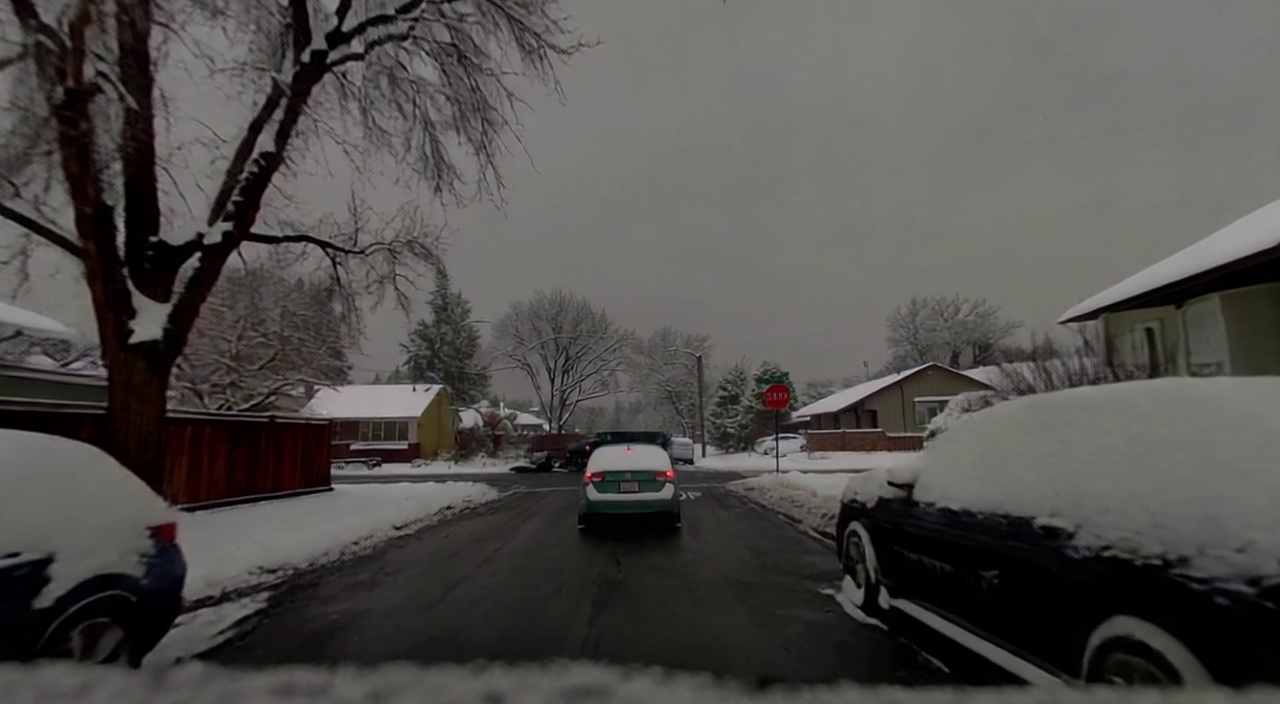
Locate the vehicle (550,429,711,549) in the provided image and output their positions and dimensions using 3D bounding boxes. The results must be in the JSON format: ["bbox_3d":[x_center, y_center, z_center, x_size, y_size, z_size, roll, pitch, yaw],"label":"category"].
[{"bbox_3d":[-0.119,2.041,10.023,2.010,1.499,4.107,0,-9,0],"label":"vehicle"}]

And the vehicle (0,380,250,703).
[{"bbox_3d":[-3.385,0.850,1.722,1.965,1.657,4.104,0,-8,0],"label":"vehicle"}]

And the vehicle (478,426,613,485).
[{"bbox_3d":[-4.011,4.148,25.496,2.353,2.057,6.308,7,-11,-41],"label":"vehicle"}]

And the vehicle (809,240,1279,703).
[{"bbox_3d":[2.594,0.921,3.210,2.179,1.813,4.815,0,-8,1],"label":"vehicle"}]
